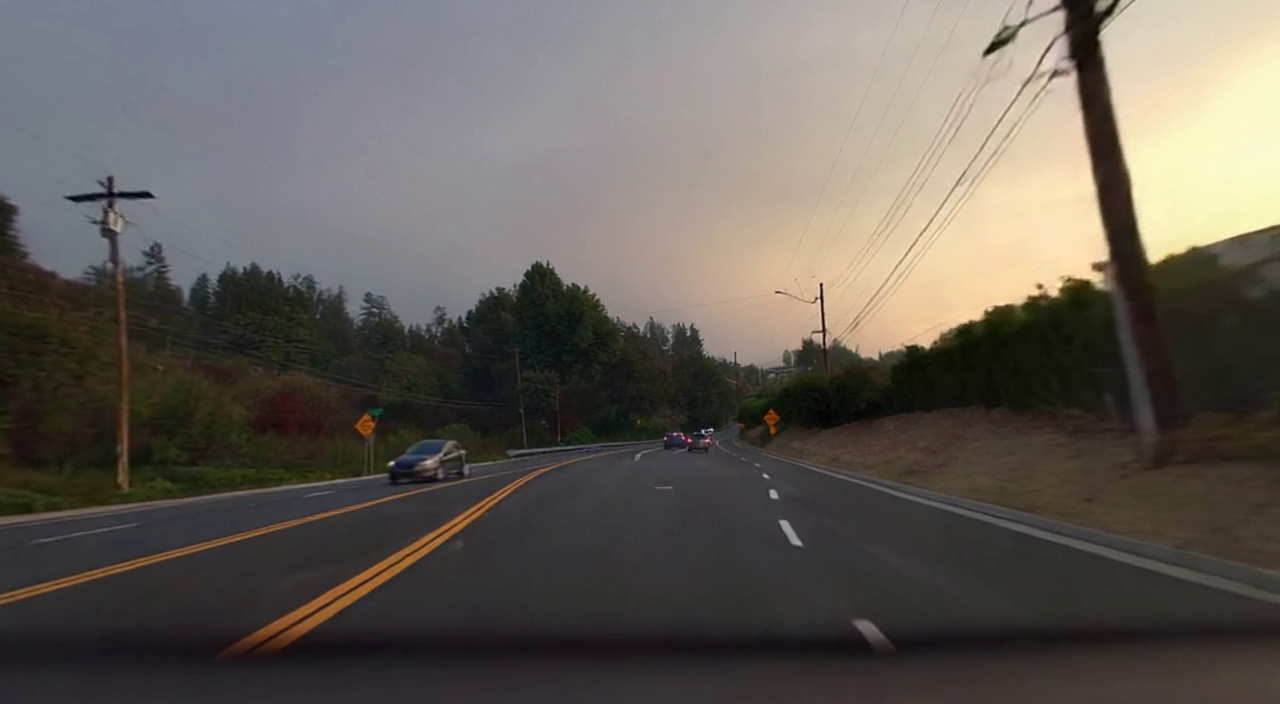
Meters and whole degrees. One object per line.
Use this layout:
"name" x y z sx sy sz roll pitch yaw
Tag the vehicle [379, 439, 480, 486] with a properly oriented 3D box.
"vehicle" -7.257 3.847 22.304 1.909 1.467 4.579 -1 -9 1
